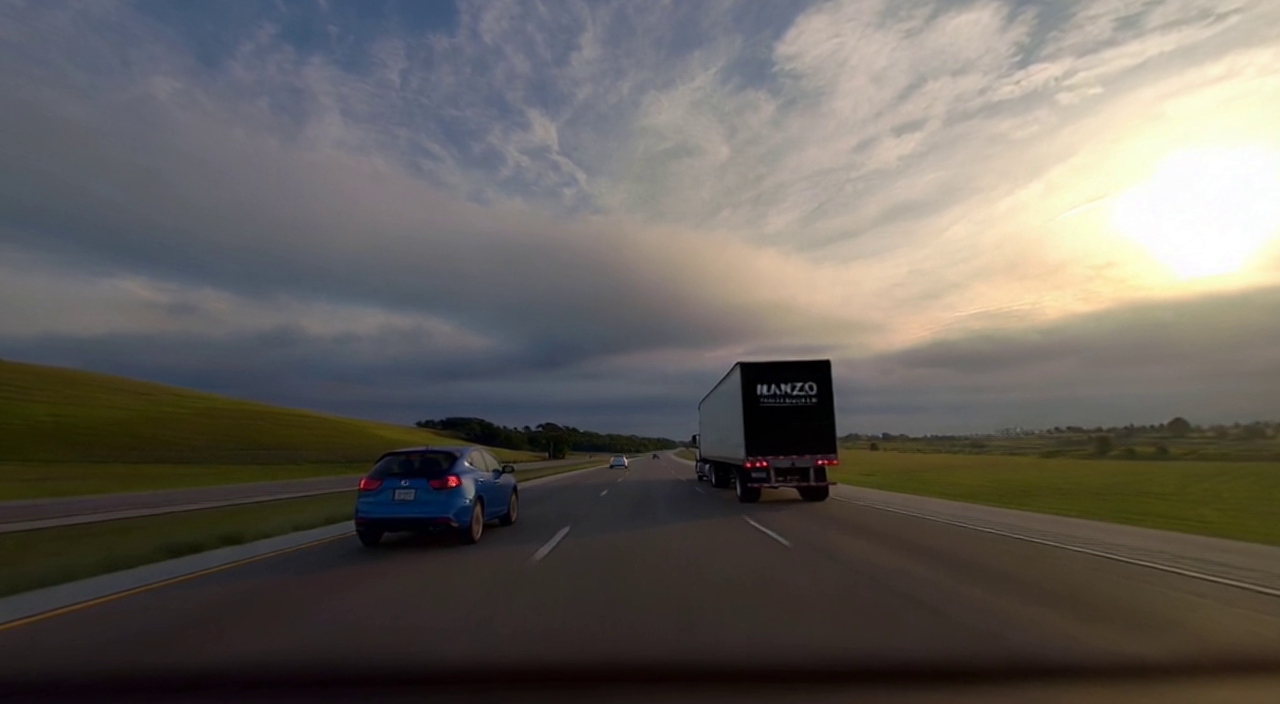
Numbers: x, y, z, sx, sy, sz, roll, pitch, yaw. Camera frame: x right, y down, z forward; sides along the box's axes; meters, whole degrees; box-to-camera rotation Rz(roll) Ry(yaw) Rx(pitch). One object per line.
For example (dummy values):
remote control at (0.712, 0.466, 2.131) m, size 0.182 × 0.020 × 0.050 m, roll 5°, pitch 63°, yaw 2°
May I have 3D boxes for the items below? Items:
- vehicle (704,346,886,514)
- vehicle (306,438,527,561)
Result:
vehicle at (4.402, 2.906, 22.124) m, size 2.832 × 4.034 × 13.924 m, roll 0°, pitch -9°, yaw 0°
vehicle at (-3.228, 2.207, 10.202) m, size 1.945 × 1.537 × 4.294 m, roll 0°, pitch -9°, yaw 1°
